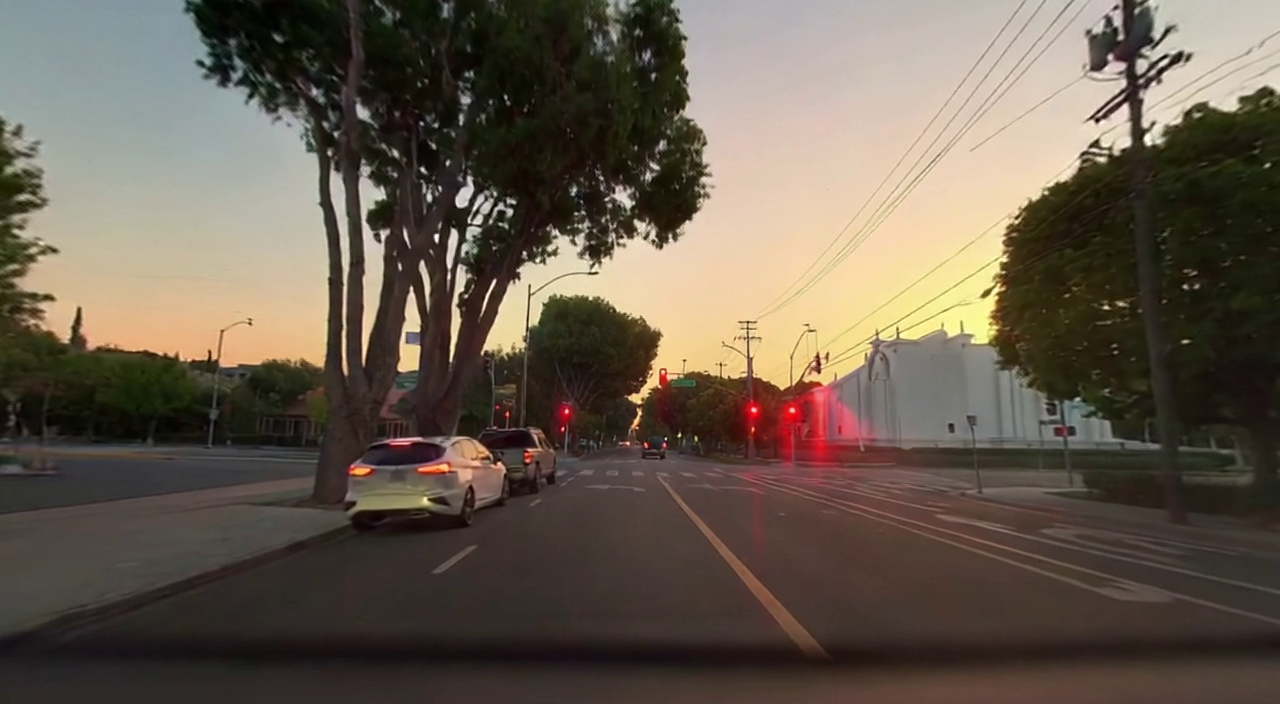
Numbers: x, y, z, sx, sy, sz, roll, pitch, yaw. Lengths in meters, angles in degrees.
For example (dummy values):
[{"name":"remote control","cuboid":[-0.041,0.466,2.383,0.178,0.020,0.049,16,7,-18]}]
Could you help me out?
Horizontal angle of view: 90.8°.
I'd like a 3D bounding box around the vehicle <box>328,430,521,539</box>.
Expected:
[{"name":"vehicle","cuboid":[-3.519,2.236,11.400,1.855,1.534,4.644,0,-8,0]}]
